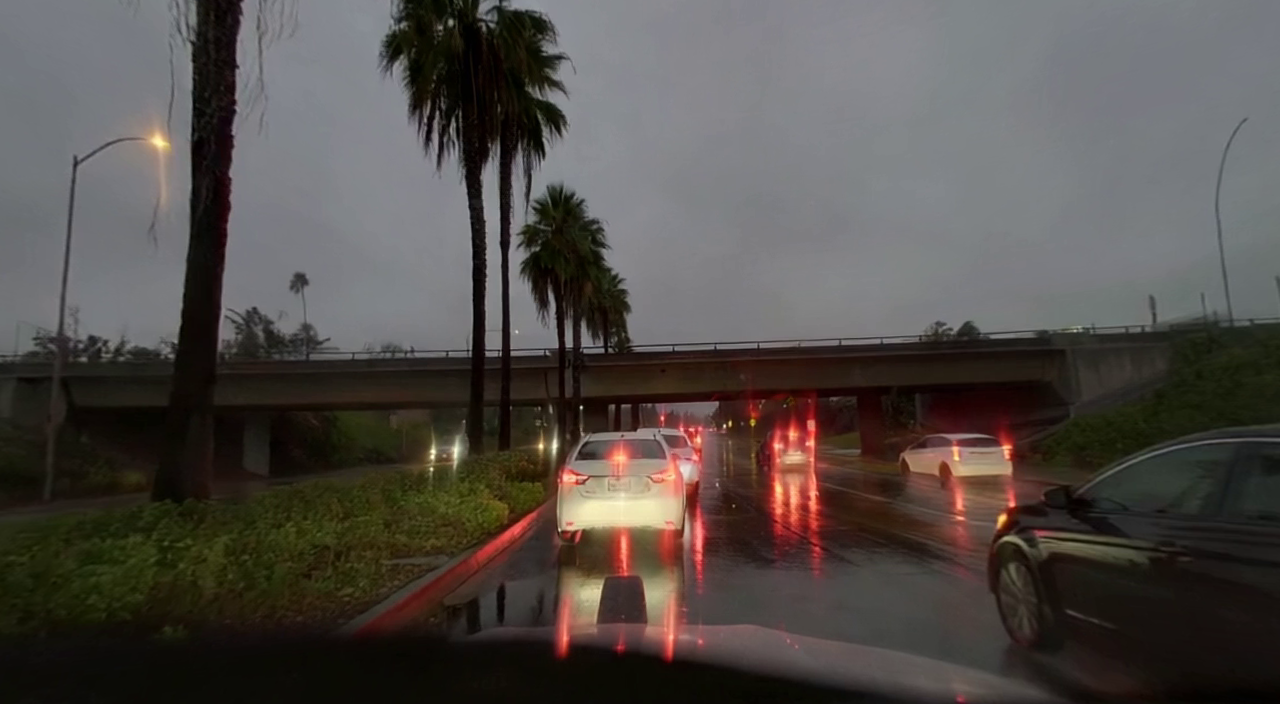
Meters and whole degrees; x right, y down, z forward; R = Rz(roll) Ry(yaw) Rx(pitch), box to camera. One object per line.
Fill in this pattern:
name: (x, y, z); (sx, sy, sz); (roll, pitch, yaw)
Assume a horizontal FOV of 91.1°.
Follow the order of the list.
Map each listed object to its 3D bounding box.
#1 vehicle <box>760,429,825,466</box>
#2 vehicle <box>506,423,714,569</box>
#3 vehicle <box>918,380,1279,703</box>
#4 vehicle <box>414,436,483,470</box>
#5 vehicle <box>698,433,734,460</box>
vehicle: (8.031, 5.129, 33.648); (2.242, 1.817, 4.837); (0, -8, 0)
vehicle: (-0.258, 1.805, 8.632); (2.172, 1.506, 4.018); (0, -8, 2)
vehicle: (3.386, 0.966, 2.943); (2.034, 1.517, 4.840); (0, -8, 1)
vehicle: (-11.894, 6.302, 39.507); (2.386, 1.943, 5.700); (0, -8, 1)
vehicle: (5.048, 6.306, 42.048); (1.947, 1.716, 4.110); (0, -8, 0)
